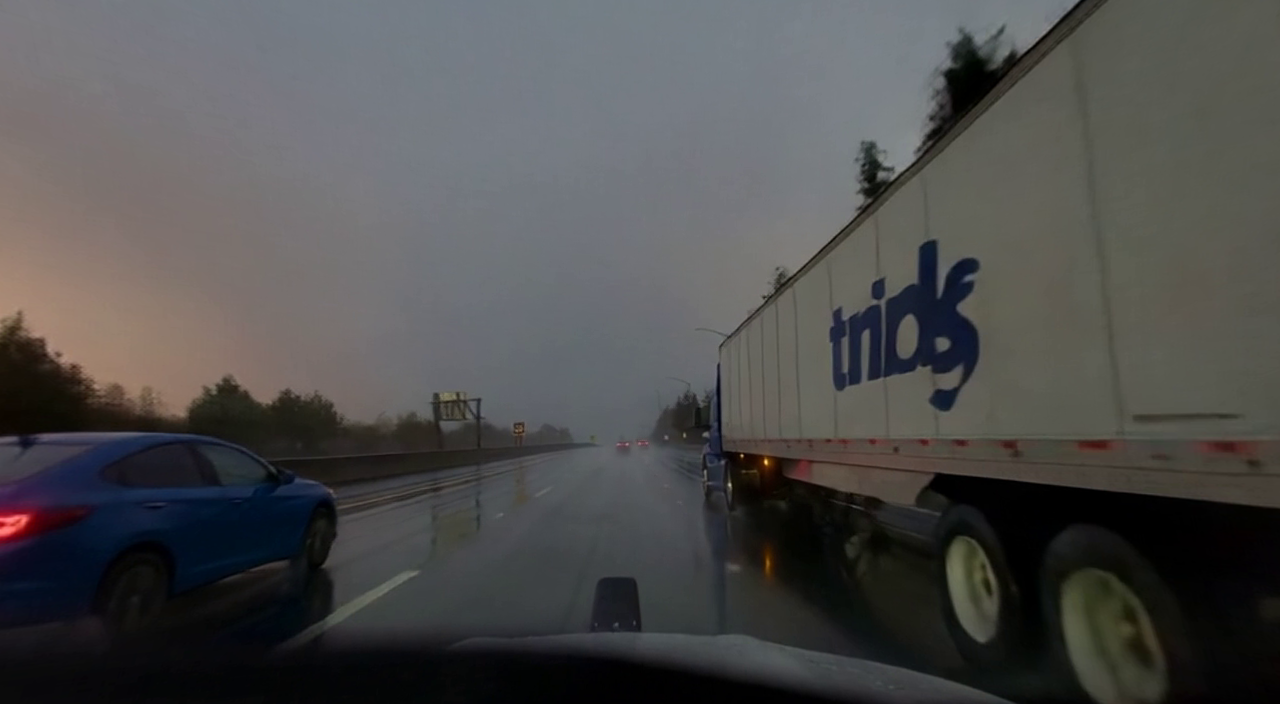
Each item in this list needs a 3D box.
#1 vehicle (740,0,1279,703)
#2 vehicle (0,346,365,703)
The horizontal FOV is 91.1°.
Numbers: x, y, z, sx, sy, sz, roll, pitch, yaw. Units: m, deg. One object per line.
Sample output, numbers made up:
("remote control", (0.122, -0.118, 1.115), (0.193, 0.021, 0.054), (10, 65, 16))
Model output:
("vehicle", (3.839, 0.309, 8.439), (2.850, 3.894, 13.987), (0, -7, 1))
("vehicle", (-3.653, 0.988, 3.794), (2.063, 1.661, 4.439), (0, -8, -2))
